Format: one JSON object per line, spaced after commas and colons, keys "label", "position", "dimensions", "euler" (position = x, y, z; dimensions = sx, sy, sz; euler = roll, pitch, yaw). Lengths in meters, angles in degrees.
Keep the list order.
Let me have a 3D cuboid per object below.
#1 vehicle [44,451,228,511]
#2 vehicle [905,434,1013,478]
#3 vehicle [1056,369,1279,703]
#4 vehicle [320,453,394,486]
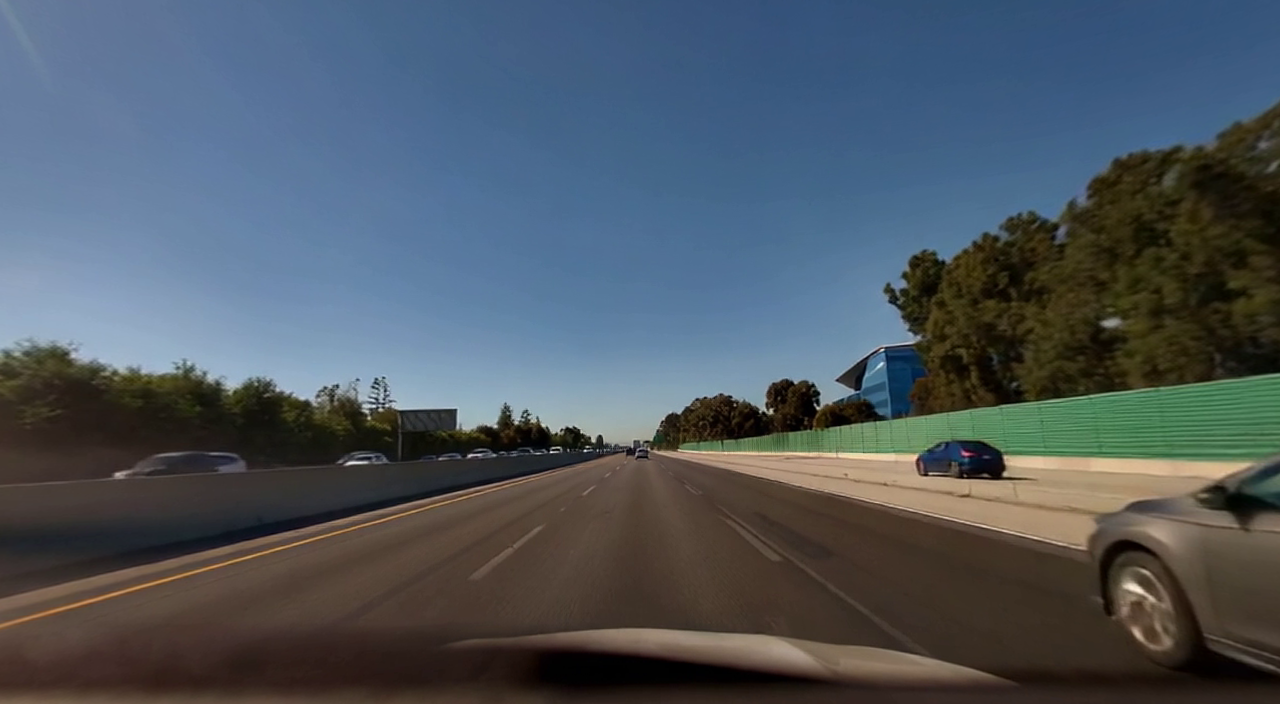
{"label": "vehicle", "position": [-15.699, 4.003, 20.075], "dimensions": [1.896, 1.625, 4.723], "euler": [-1, -9, 1]}
{"label": "vehicle", "position": [12.674, 4.172, 25.349], "dimensions": [2.163, 1.596, 3.997], "euler": [0, -9, -1]}
{"label": "vehicle", "position": [3.764, 0.782, 2.071], "dimensions": [1.930, 1.628, 4.099], "euler": [0, -9, 0]}
{"label": "vehicle", "position": [-15.595, 6.472, 35.009], "dimensions": [1.972, 1.614, 4.406], "euler": [-1, -9, 1]}
